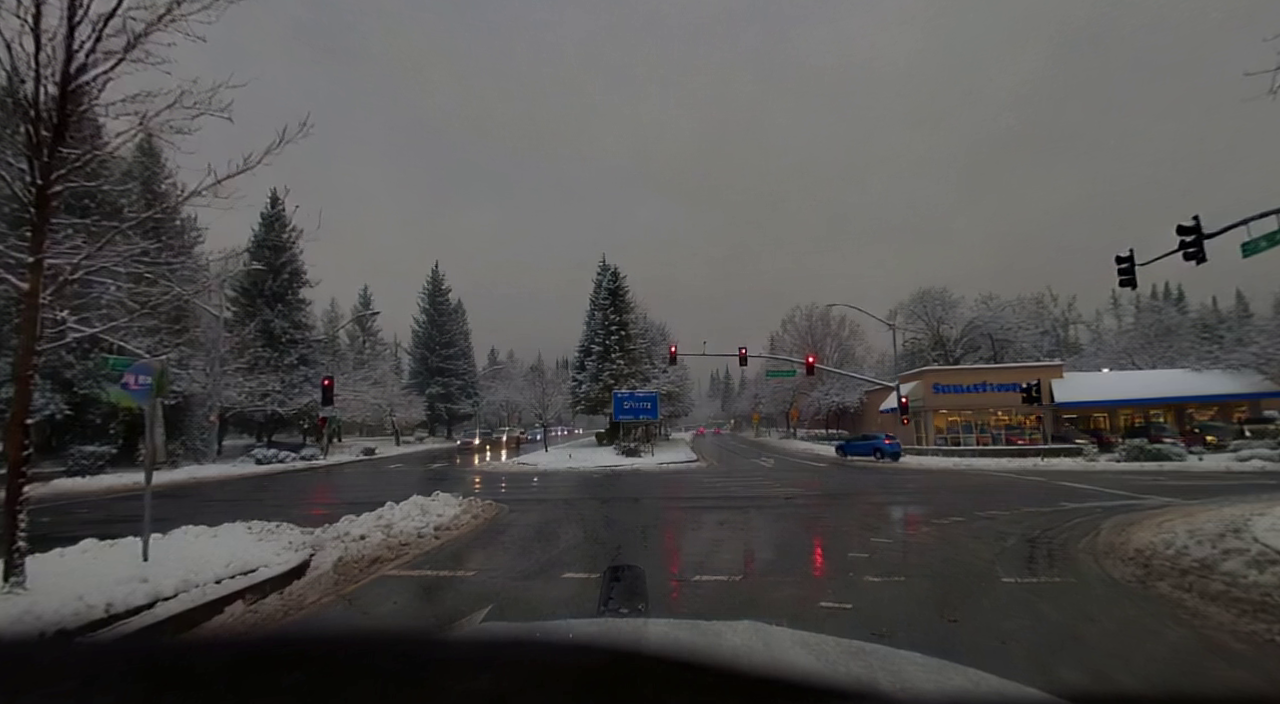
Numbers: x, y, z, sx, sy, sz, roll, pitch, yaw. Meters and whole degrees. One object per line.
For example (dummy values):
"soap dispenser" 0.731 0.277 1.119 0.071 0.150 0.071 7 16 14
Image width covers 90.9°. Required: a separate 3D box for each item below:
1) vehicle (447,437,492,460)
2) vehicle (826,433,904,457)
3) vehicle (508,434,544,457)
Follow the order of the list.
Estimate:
"vehicle" -11.771 6.688 43.892 2.111 1.499 4.371 0 -9 -3
"vehicle" 14.619 6.068 41.184 1.781 1.448 4.560 6 -11 -36
"vehicle" -8.067 6.662 45.081 1.920 1.546 4.086 0 -9 -1
